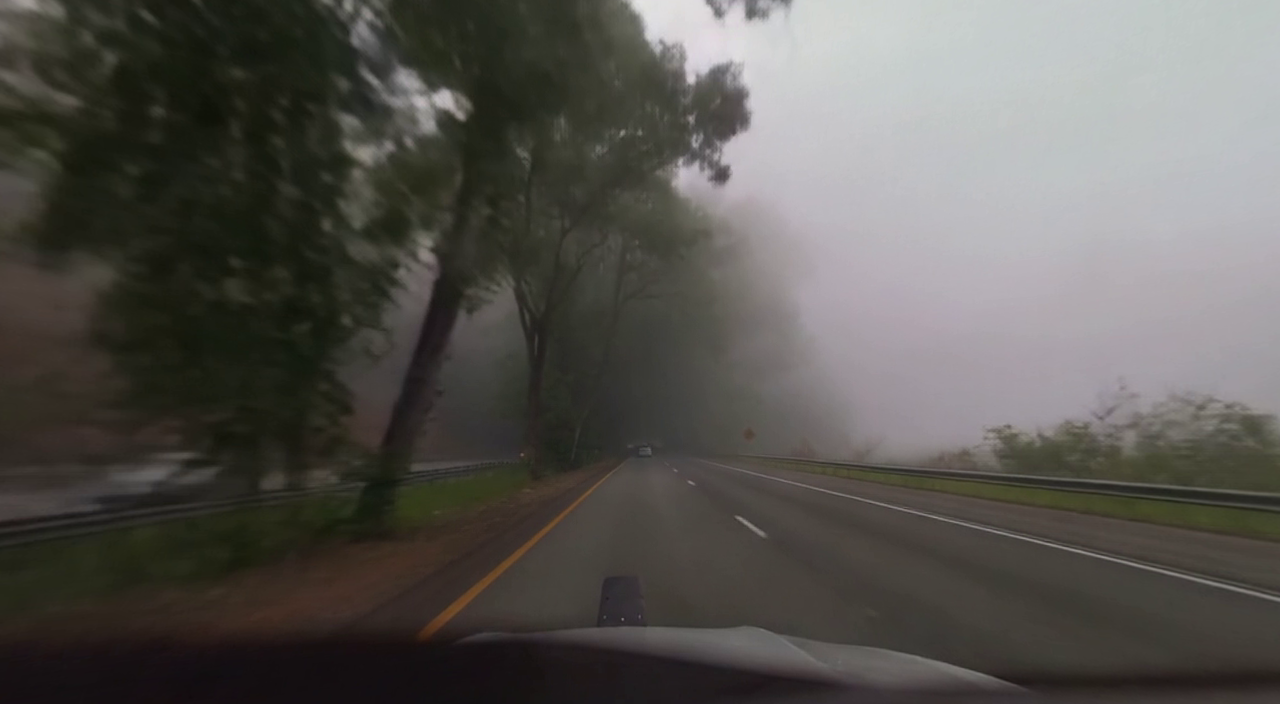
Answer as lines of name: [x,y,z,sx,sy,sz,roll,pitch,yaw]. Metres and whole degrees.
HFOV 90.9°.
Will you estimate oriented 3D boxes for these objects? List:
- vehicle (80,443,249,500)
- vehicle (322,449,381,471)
vehicle: [-15.596,3.921,21.085,2.012,1.658,4.590,0,-9,0]
vehicle: [-19.391,7.260,42.565,1.946,1.434,4.168,0,-9,1]
